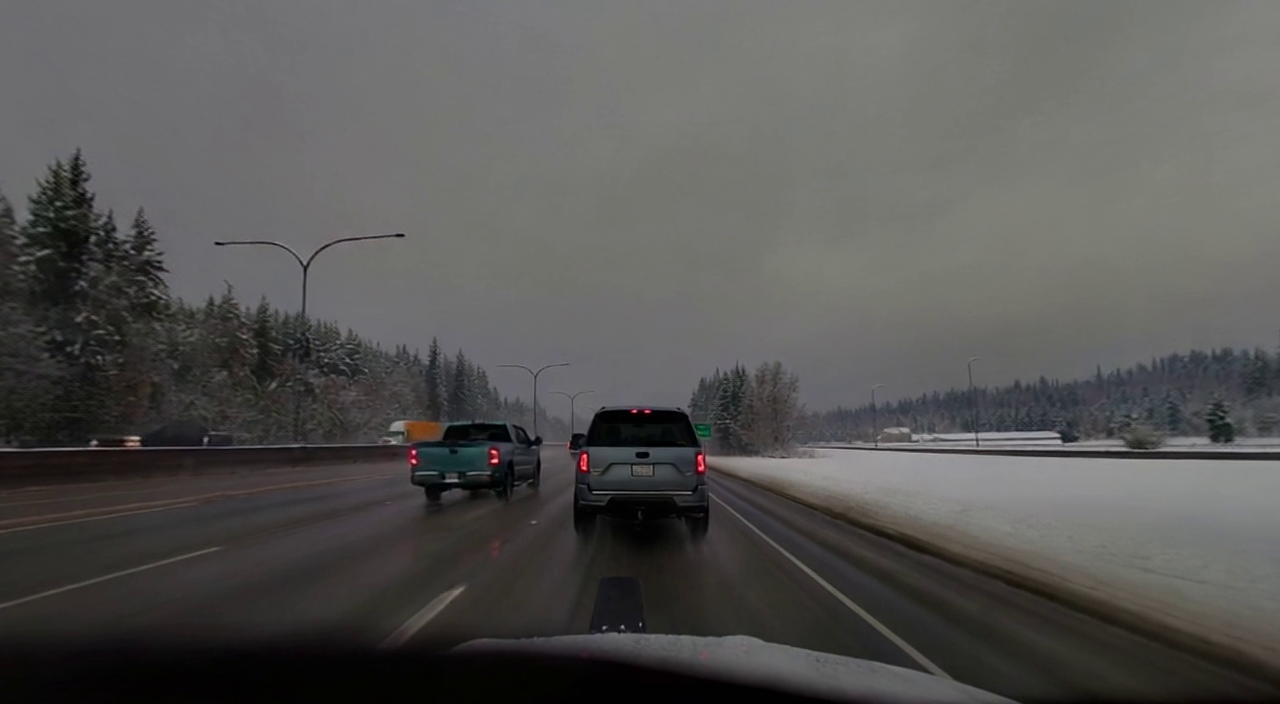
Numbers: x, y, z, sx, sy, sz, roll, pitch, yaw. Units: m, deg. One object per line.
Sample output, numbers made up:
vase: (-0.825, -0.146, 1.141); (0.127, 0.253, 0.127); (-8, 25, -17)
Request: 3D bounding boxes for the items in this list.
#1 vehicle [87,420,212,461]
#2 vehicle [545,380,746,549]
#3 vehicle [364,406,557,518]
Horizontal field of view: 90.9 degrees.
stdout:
vehicle: (-25.126, 4.580, 32.606); (2.386, 1.919, 4.884); (0, -8, 2)
vehicle: (0.038, 1.690, 9.998); (2.395, 2.013, 4.734); (0, -8, -1)
vehicle: (-3.346, 2.254, 13.449); (2.235, 1.826, 6.106); (0, -8, 1)
